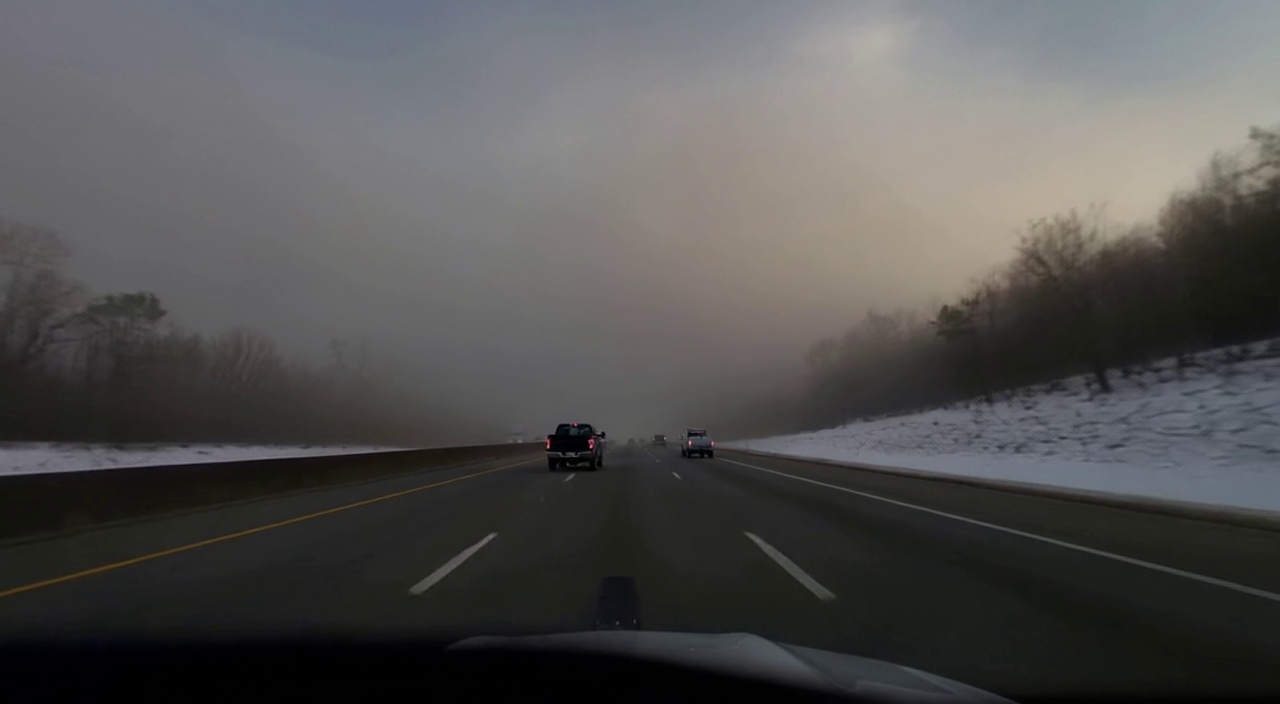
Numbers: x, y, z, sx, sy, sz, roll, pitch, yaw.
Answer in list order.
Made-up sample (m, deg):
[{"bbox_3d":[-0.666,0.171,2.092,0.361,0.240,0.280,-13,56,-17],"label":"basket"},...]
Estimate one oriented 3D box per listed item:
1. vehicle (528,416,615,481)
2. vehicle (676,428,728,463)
[{"bbox_3d":[-1.970,2.963,19.642,2.185,1.772,4.656,0,-8,0],"label":"vehicle"},{"bbox_3d":[3.134,4.838,32.828,2.124,1.696,4.173,0,-8,-3],"label":"vehicle"}]
